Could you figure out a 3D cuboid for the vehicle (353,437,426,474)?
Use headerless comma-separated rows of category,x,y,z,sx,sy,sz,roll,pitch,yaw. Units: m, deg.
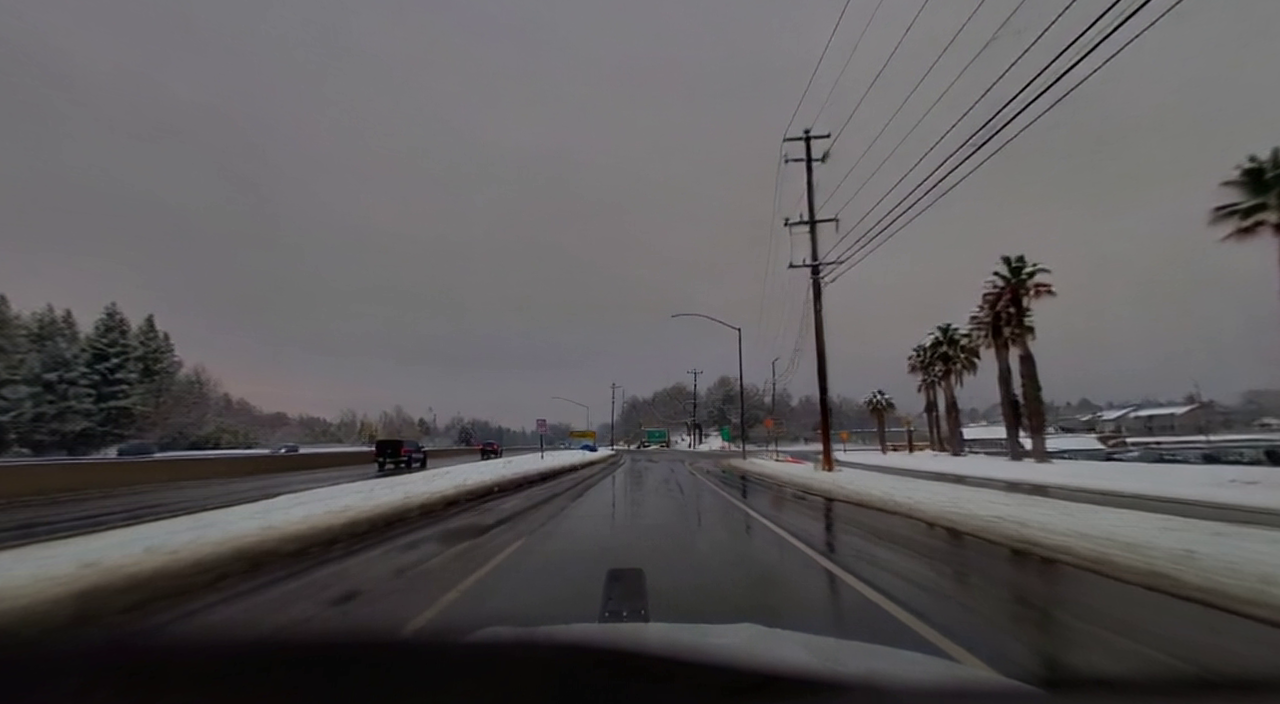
vehicle,-11.610,4.805,29.536,2.029,1.609,3.935,0,-8,-4

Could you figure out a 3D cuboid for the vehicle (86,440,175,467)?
vehicle,-37.916,7.561,47.185,2.165,1.848,5.741,0,-8,-4

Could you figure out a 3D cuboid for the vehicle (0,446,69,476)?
vehicle,-32.584,5.620,32.822,1.833,1.471,4.265,0,-8,-4
